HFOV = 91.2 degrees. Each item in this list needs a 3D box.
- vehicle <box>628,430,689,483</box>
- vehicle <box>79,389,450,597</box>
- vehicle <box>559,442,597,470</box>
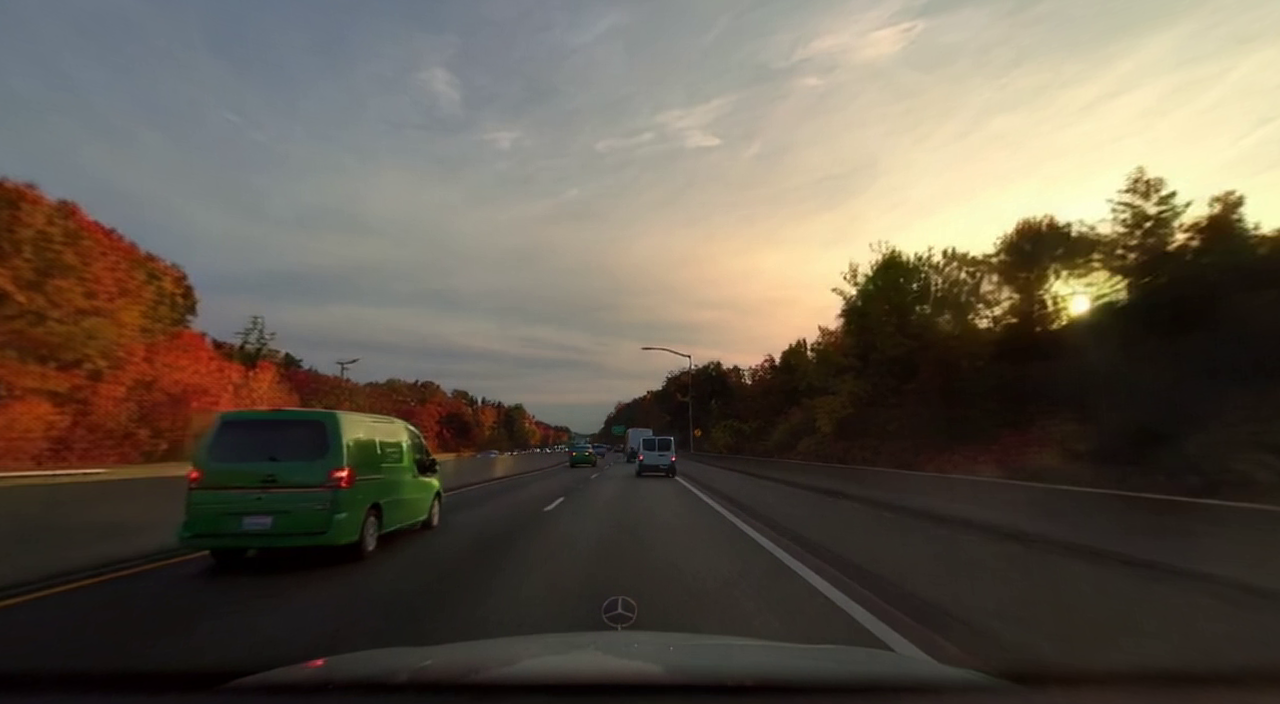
[{"bbox_3d":[0.648,4.279,25.825,2.179,1.930,4.538,0,-9,-2],"label":"vehicle"},{"bbox_3d":[-3.865,1.523,7.481,2.021,1.790,3.907,0,-9,-1],"label":"vehicle"},{"bbox_3d":[-4.013,6.779,40.948,2.088,1.688,4.365,0,-9,-1],"label":"vehicle"}]
